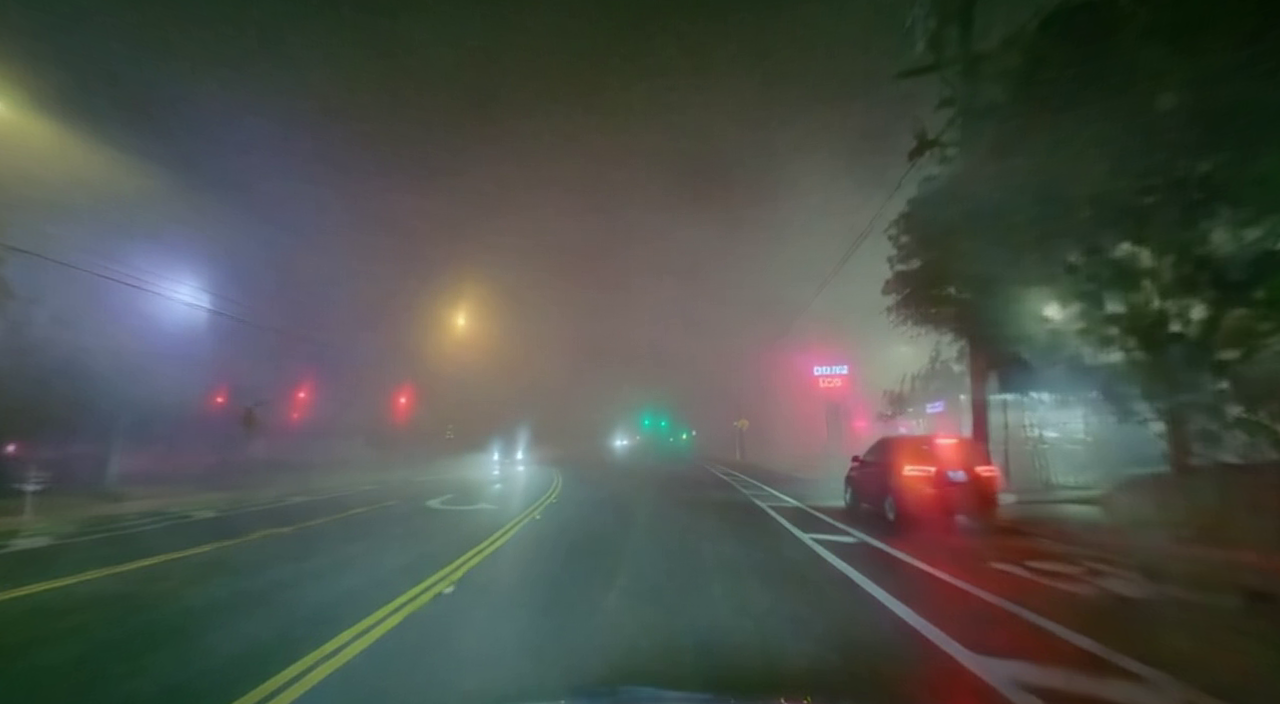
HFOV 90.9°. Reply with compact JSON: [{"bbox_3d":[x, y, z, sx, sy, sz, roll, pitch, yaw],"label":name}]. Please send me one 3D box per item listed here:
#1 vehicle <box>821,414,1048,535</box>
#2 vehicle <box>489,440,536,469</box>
[{"bbox_3d":[5.235,2.239,12.155,2.182,1.850,4.705,0,-8,2],"label":"vehicle"},{"bbox_3d":[-7.928,6.435,39.625,1.973,1.704,4.476,0,-8,1],"label":"vehicle"}]
